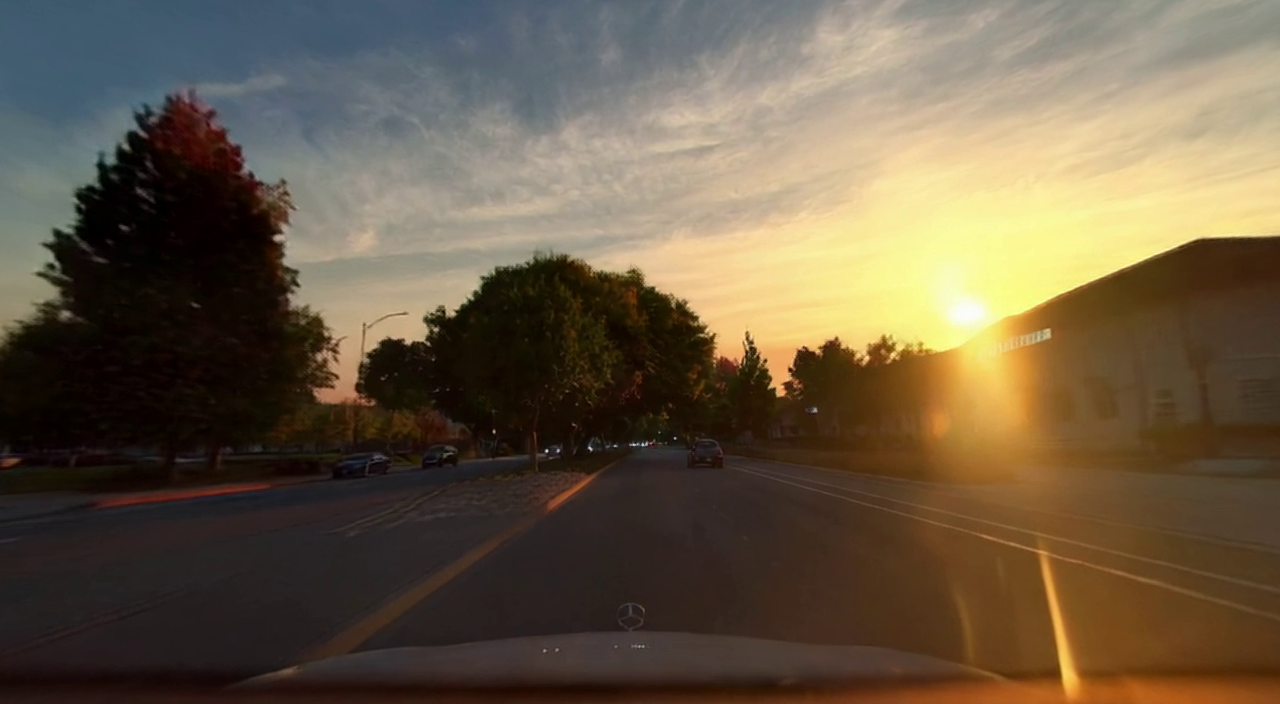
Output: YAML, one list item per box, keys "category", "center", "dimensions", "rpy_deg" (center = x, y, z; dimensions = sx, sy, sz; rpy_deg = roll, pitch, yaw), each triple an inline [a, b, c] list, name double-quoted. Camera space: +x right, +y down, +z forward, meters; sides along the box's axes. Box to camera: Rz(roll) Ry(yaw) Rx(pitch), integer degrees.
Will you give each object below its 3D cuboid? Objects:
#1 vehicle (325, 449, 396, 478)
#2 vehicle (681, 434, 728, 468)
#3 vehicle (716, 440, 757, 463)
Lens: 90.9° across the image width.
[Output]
- category: "vehicle"
  center: [-16.401, 6.535, 37.335]
  dimensions: [2.009, 1.540, 4.849]
  rpy_deg: [0, -8, 0]
- category: "vehicle"
  center: [3.539, 5.530, 35.426]
  dimensions: [2.143, 1.759, 4.378]
  rpy_deg: [0, -8, -1]
- category: "vehicle"
  center: [6.592, 6.880, 43.608]
  dimensions: [2.100, 1.491, 4.563]
  rpy_deg: [0, -8, 0]
